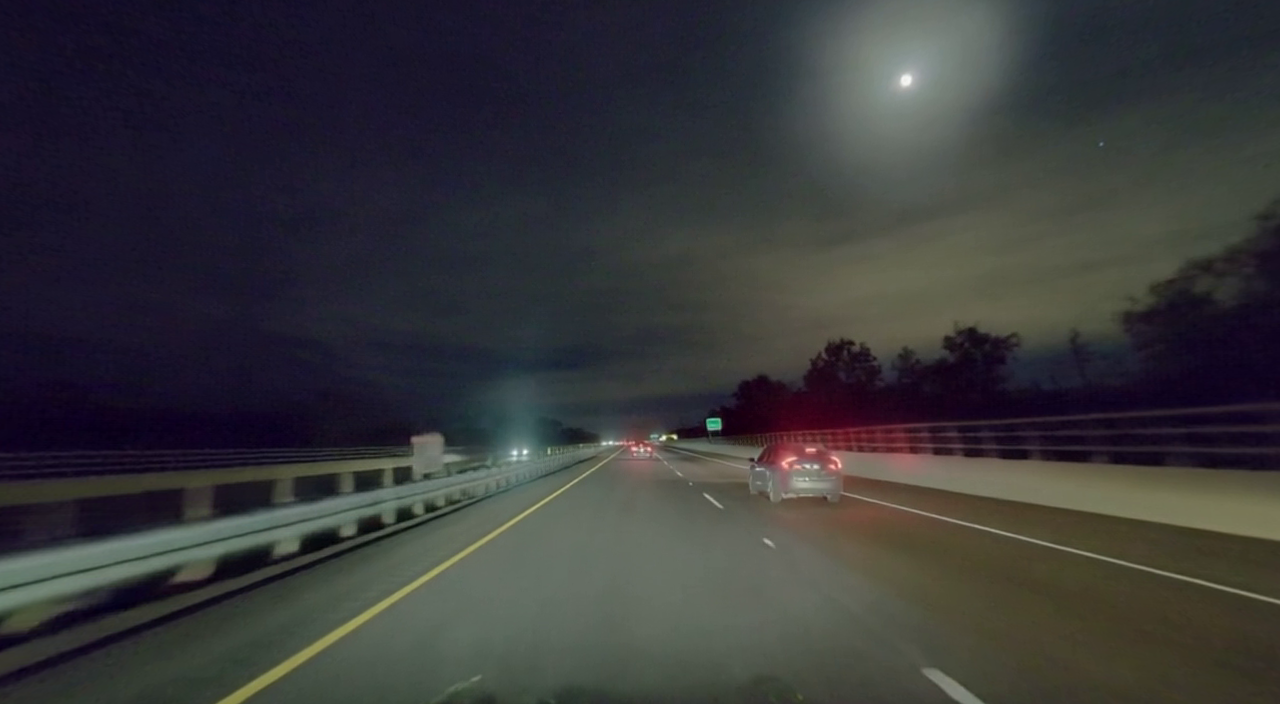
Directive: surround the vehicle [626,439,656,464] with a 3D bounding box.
[{"bbox_3d":[0.024,7.210,45.898,2.059,1.696,4.165,0,-8,-1],"label":"vehicle"}]
